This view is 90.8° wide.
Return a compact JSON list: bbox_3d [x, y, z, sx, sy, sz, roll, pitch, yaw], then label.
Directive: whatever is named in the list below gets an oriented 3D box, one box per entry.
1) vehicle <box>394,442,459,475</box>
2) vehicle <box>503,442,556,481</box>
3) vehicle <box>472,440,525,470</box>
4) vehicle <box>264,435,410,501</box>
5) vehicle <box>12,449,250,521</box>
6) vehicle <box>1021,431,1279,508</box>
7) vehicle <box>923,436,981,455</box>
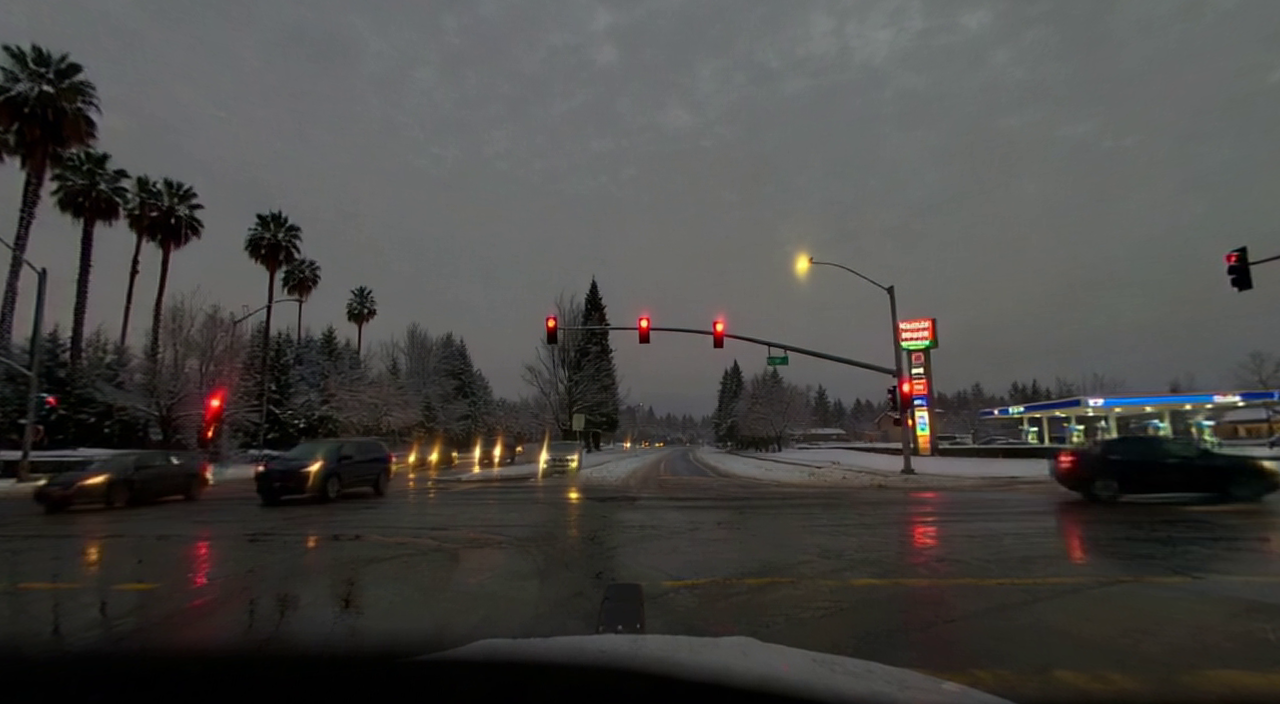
[{"bbox_3d":[-11.874,5.950,35.502,1.973,1.712,4.872,0,-9,0],"label":"vehicle"},{"bbox_3d":[-4.620,4.522,26.460,1.983,1.464,4.579,1,-9,-10],"label":"vehicle"},{"bbox_3d":[-8.553,6.296,38.607,2.124,1.701,4.551,0,-9,1],"label":"vehicle"},{"bbox_3d":[-8.512,3.286,18.275,2.156,1.662,4.186,0,-9,-1],"label":"vehicle"},{"bbox_3d":[-11.807,3.060,15.191,1.966,1.455,4.493,0,-9,0],"label":"vehicle"},{"bbox_3d":[12.377,2.777,15.206,4.938,1.651,2.138,-1,-9,8],"label":"vehicle"},{"bbox_3d":[22.538,6.766,45.664,3.356,1.395,1.559,0,-9,-1],"label":"vehicle"}]
